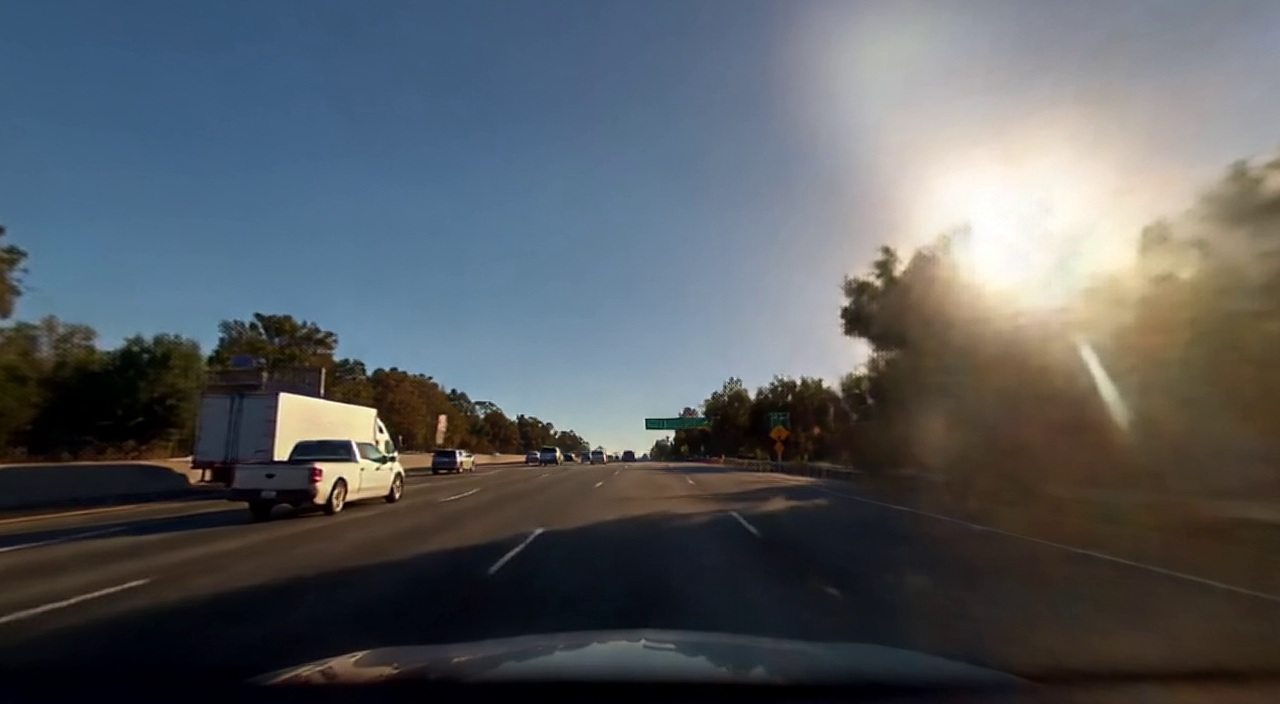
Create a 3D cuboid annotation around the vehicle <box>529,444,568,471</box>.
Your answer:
[{"bbox_3d":[-6.222,7.215,43.323,2.009,1.735,4.358,0,-8,0],"label":"vehicle"}]

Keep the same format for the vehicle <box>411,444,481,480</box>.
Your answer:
[{"bbox_3d":[-9.816,5.558,32.256,2.060,1.662,4.469,0,-8,1],"label":"vehicle"}]

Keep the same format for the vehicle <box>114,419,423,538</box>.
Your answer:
[{"bbox_3d":[-6.686,2.368,12.695,2.403,1.773,6.276,0,-8,0],"label":"vehicle"}]
